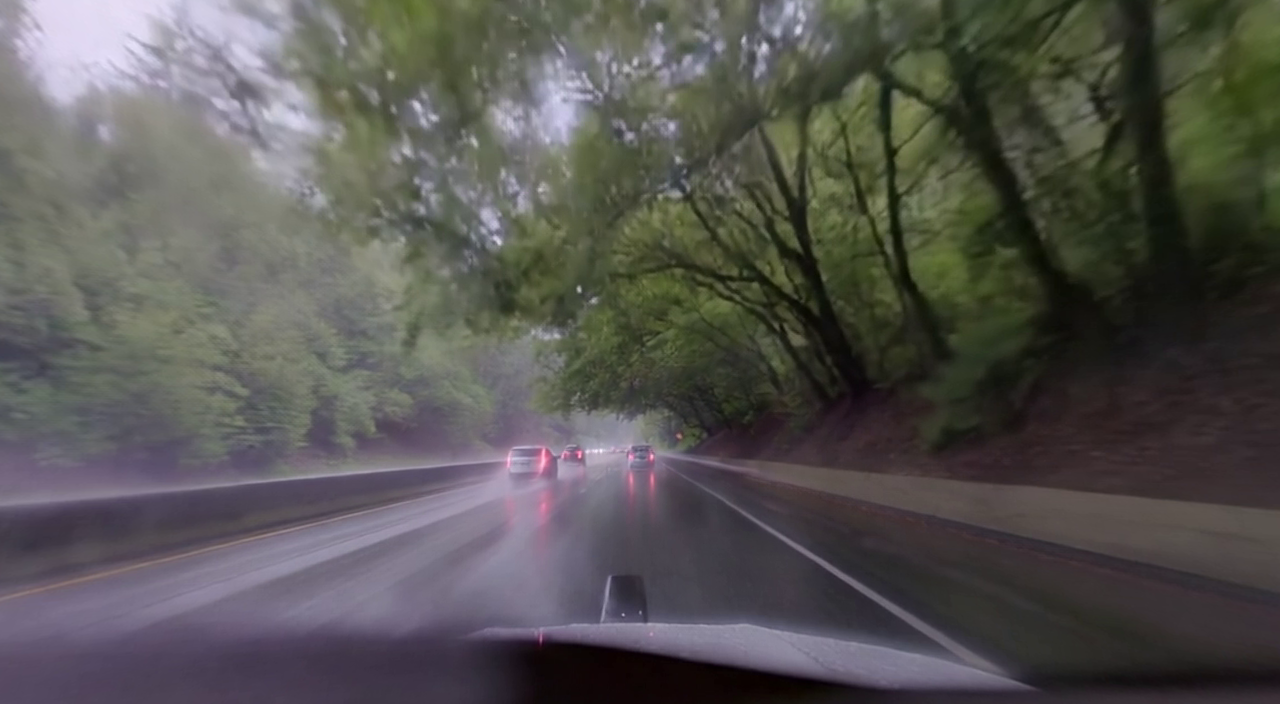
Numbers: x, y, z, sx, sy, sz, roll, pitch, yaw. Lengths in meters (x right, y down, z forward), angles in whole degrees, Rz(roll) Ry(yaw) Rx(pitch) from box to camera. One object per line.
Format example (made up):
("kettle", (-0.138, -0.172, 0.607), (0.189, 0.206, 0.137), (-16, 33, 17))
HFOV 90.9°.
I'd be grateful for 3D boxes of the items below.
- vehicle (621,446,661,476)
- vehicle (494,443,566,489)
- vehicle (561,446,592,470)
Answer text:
("vehicle", (0.016, 5.820, 33.757), (2.001, 1.490, 3.914), (0, -9, -1))
("vehicle", (-3.972, 4.182, 23.424), (1.978, 1.538, 3.755), (0, -9, 0))
("vehicle", (-4.466, 7.526, 44.941), (1.834, 1.615, 3.624), (0, -9, 0))
